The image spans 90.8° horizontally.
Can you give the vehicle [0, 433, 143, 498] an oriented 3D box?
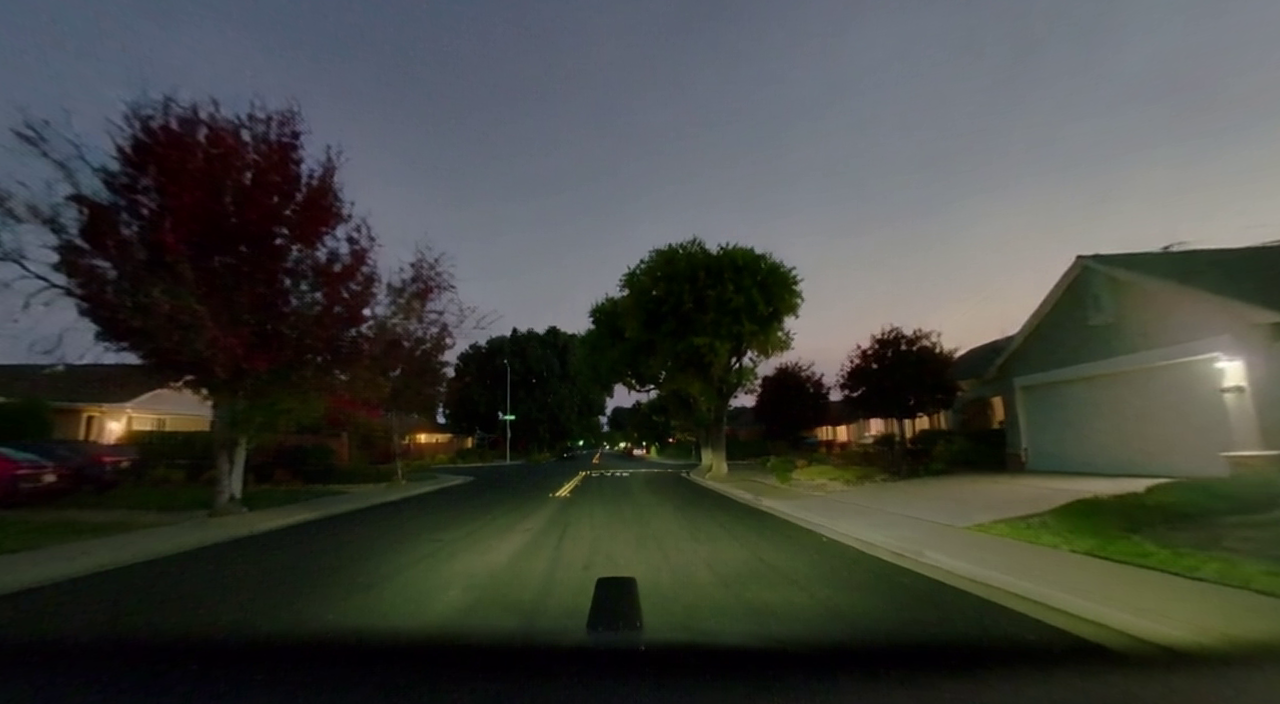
[{"bbox_3d":[-18.554,3.427,19.271,5.187,1.792,2.210,-2,-9,9],"label":"vehicle"}]
